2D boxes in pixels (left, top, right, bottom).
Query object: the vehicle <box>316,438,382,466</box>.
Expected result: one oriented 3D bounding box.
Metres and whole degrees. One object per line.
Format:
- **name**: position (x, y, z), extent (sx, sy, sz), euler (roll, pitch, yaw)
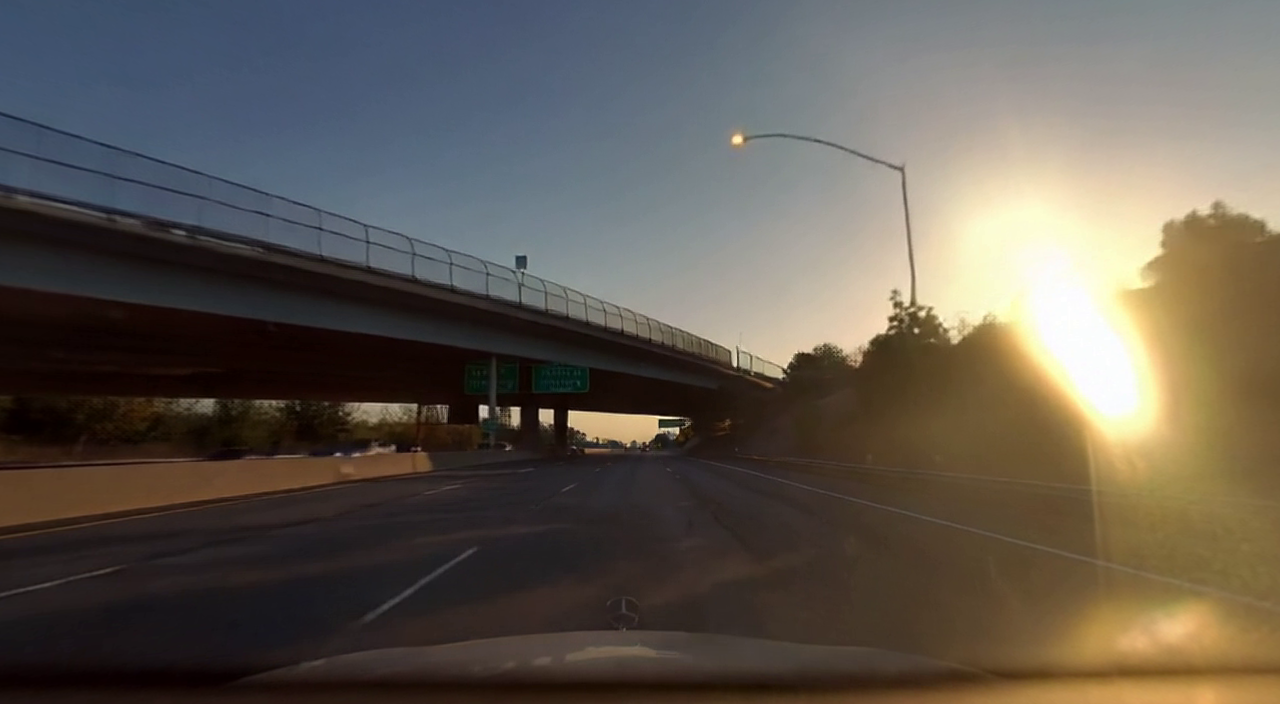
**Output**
- **vehicle**: position (-17.442, 5.995, 38.067), extent (1.861, 1.565, 4.374), euler (0, -8, 0)
